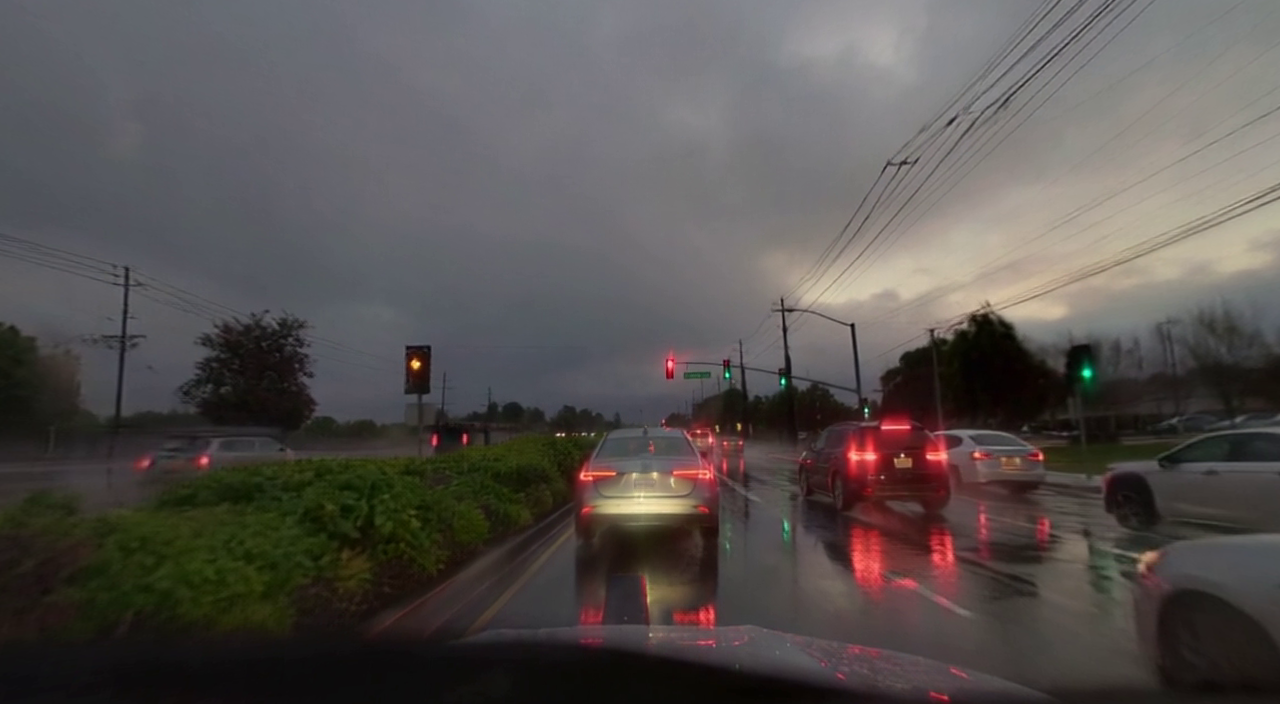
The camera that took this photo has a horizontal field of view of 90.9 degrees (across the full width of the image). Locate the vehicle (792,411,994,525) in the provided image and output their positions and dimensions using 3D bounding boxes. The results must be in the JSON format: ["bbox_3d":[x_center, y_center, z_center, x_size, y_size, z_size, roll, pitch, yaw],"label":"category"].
[{"bbox_3d":[4.476,2.135,12.056,2.140,1.753,4.256,0,-8,1],"label":"vehicle"}]

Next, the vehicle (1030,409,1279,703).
[{"bbox_3d":[3.517,0.849,1.754,2.028,1.454,4.531,0,-8,1],"label":"vehicle"}]

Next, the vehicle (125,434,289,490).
[{"bbox_3d":[-17.128,4.374,25.456,2.262,1.967,5.814,-1,-8,3],"label":"vehicle"}]

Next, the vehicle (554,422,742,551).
[{"bbox_3d":[0.113,1.921,9.693,2.208,1.498,4.401,0,-8,1],"label":"vehicle"}]
